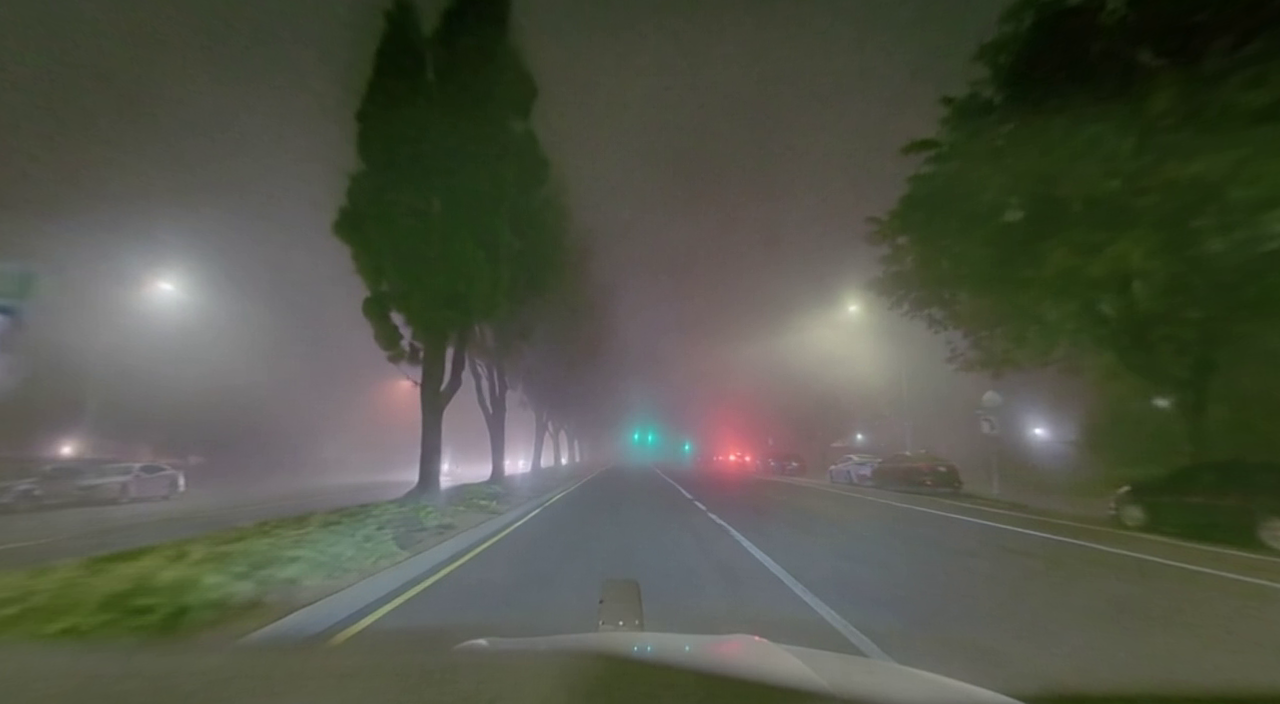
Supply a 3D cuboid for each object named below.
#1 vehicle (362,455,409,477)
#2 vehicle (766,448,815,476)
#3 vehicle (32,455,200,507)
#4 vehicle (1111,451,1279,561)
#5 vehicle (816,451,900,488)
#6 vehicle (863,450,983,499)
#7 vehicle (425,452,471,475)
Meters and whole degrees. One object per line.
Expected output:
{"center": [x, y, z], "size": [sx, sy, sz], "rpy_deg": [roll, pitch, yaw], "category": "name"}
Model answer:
{"center": [-18.497, 8.291, 46.111], "size": [1.702, 1.452, 4.161], "rpy_deg": [0, -9, 0], "category": "vehicle"}
{"center": [9.604, 7.029, 40.733], "size": [1.885, 1.685, 4.430], "rpy_deg": [0, -9, -2], "category": "vehicle"}
{"center": [-18.433, 4.533, 22.623], "size": [1.885, 1.553, 4.864], "rpy_deg": [0, -9, 0], "category": "vehicle"}
{"center": [9.658, 2.197, 9.230], "size": [1.961, 1.456, 4.493], "rpy_deg": [0, -9, -2], "category": "vehicle"}
{"center": [9.461, 5.129, 27.897], "size": [1.918, 1.454, 4.683], "rpy_deg": [0, -9, -1], "category": "vehicle"}
{"center": [9.618, 4.166, 21.975], "size": [1.899, 1.475, 4.572], "rpy_deg": [0, -9, -2], "category": "vehicle"}
{"center": [-12.725, 7.388, 42.126], "size": [1.769, 1.418, 4.173], "rpy_deg": [0, -9, 1], "category": "vehicle"}
